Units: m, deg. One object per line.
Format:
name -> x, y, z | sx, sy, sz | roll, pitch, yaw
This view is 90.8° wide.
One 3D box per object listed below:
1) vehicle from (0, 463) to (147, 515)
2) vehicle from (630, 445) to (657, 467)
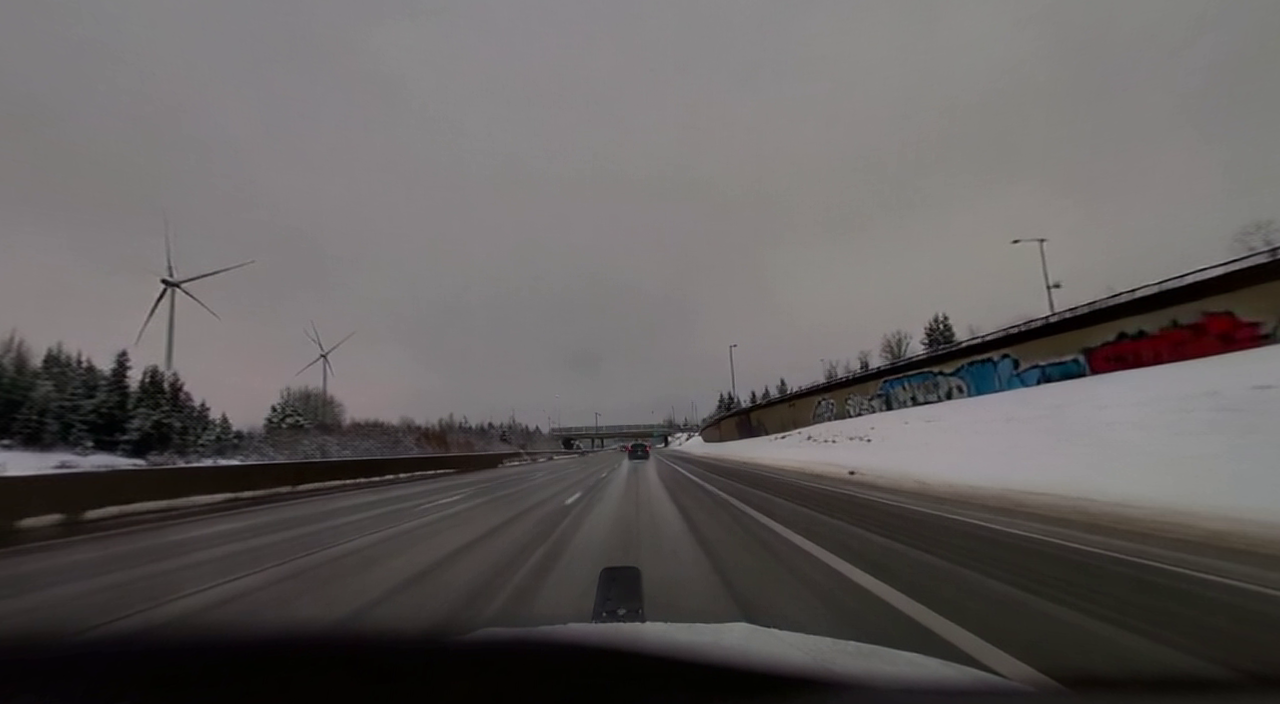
vehicle -> -19.047, 4.450, 20.956 | 1.783, 1.432, 4.354 | 0, -9, 0
vehicle -> 0.247, 7.682, 46.608 | 1.870, 1.481, 4.234 | 0, -9, 0
